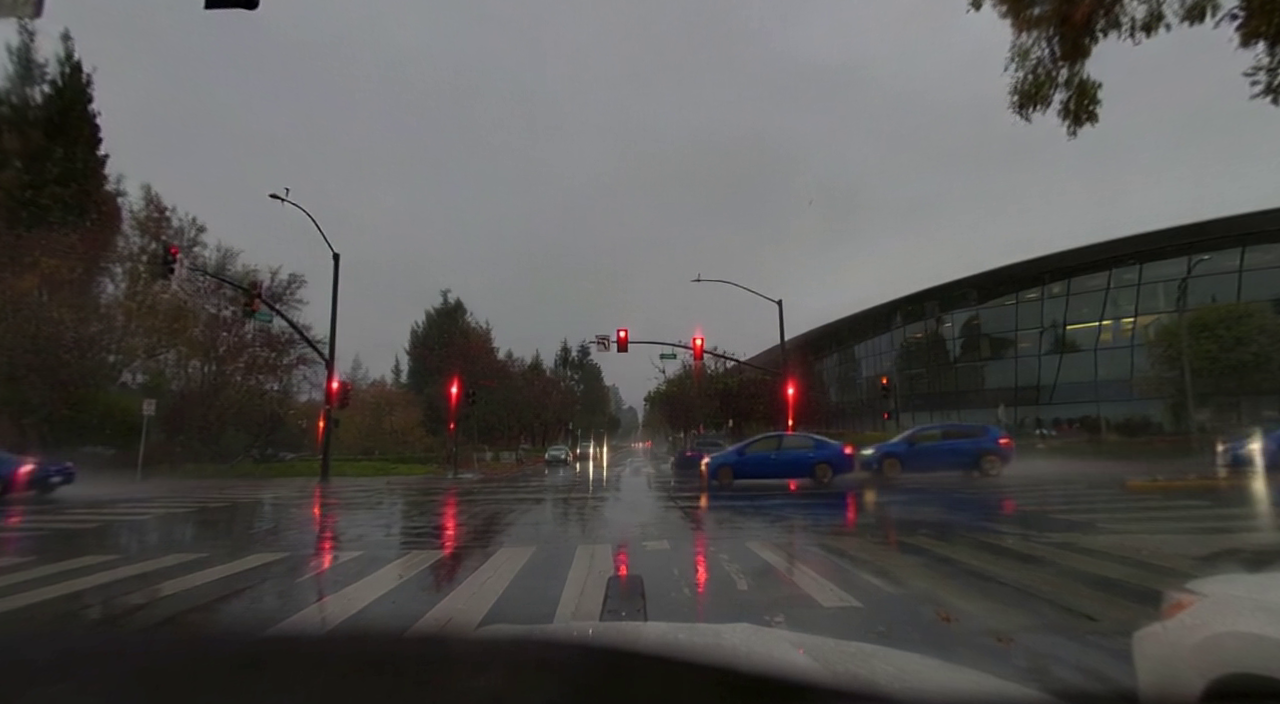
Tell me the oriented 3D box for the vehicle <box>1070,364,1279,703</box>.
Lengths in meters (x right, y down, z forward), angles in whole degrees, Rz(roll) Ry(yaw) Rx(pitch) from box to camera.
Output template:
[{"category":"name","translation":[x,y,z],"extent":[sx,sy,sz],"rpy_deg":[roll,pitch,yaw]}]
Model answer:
[{"category":"vehicle","translation":[2.887,0.672,0.823],"extent":[1.947,1.576,3.825],"rpy_deg":[0,-8,1]}]

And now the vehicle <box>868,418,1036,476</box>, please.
[{"category":"vehicle","translation":[9.950,3.077,20.328],"extent":[4.363,1.757,1.926],"rpy_deg":[0,-8,1]}]

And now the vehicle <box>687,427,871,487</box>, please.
[{"category":"vehicle","translation":[3.565,2.771,16.760],"extent":[4.464,1.472,1.867],"rpy_deg":[0,-8,0]}]

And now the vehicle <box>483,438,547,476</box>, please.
[{"category":"vehicle","translation":[-5.948,5.047,30.440],"extent":[2.115,1.690,4.322],"rpy_deg":[-1,-8,2]}]
